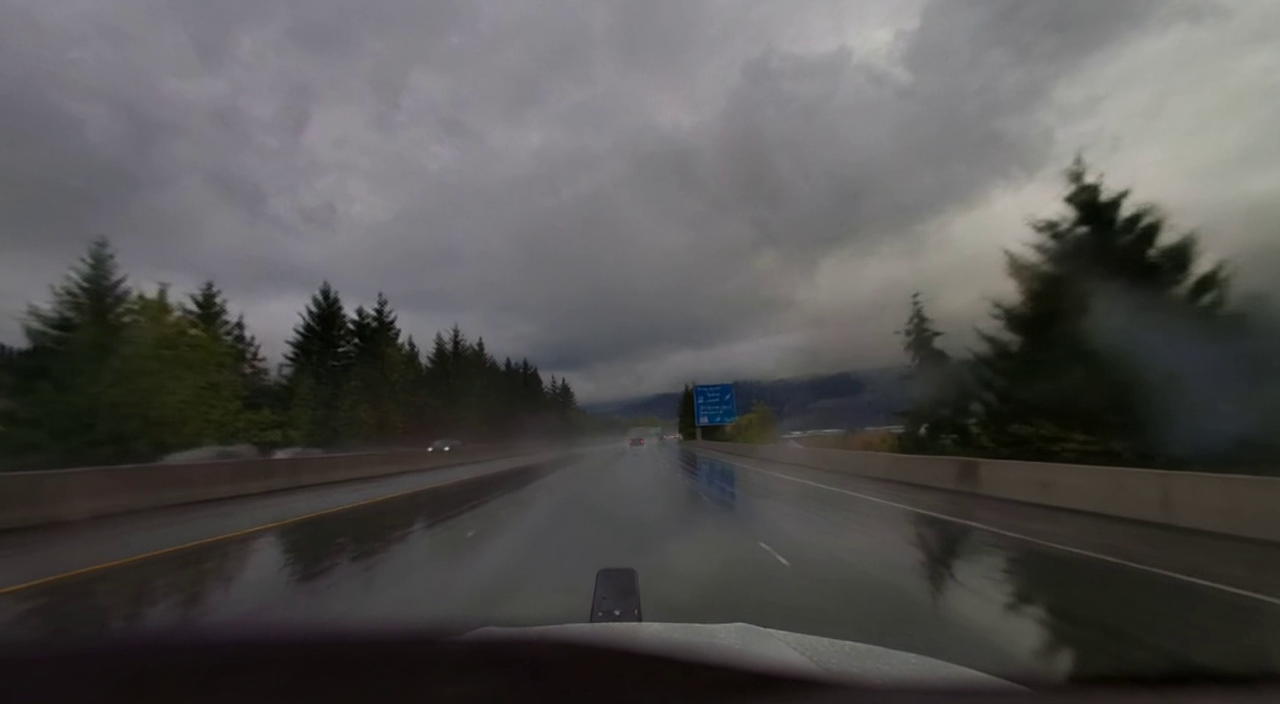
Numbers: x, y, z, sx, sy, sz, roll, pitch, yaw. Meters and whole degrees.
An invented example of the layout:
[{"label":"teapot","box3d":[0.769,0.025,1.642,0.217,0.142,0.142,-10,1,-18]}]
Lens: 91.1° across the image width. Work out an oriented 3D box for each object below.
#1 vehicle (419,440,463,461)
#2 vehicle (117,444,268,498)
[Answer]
[{"label":"vehicle","box3d":[-15.064,7.439,47.781,1.994,1.455,4.162,0,-8,0]},{"label":"vehicle","box3d":[-13.352,3.528,19.066,1.801,1.390,3.799,0,-8,-1]}]
